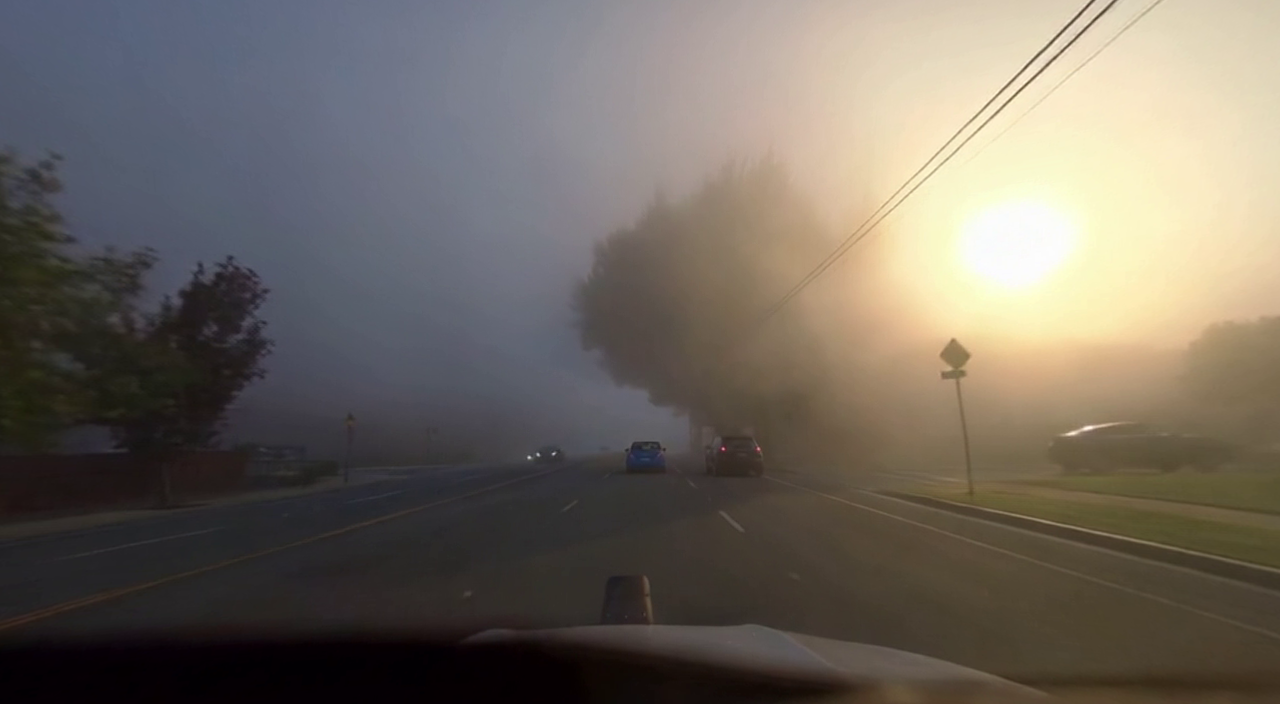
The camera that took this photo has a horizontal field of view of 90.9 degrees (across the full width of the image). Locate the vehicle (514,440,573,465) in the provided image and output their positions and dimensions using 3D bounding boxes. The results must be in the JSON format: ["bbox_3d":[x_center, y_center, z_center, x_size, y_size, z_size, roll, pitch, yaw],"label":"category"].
[{"bbox_3d":[-7.024,7.280,45.599,4.296,1.611,1.942,-10,-13,40],"label":"vehicle"}]

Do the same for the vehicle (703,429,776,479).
[{"bbox_3d":[3.654,3.858,23.989,2.024,1.711,4.512,0,-8,0],"label":"vehicle"}]

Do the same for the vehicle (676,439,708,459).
[{"bbox_3d":[3.934,7.409,48.324,2.099,1.463,4.130,0,-8,0],"label":"vehicle"}]

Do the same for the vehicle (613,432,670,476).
[{"bbox_3d":[0.077,4.242,26.398,2.200,1.653,4.127,0,-8,1],"label":"vehicle"}]

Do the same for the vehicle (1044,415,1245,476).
[{"bbox_3d":[15.346,2.862,19.392,4.378,1.754,2.007,0,-8,0],"label":"vehicle"}]
